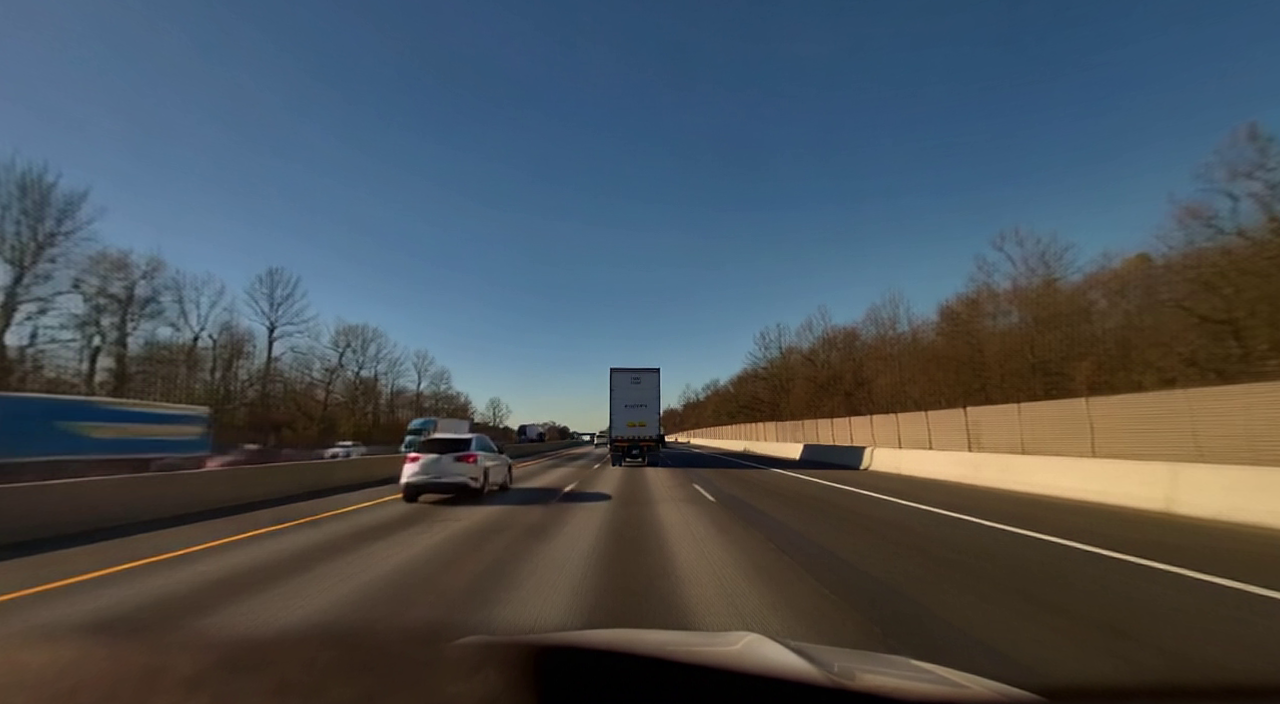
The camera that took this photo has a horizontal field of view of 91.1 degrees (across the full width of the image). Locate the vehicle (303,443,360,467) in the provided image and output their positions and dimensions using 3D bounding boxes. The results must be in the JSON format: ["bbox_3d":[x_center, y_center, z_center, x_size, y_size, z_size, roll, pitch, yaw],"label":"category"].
[{"bbox_3d":[-21.515,7.171,44.005,1.842,1.540,4.093,0,-8,1],"label":"vehicle"}]

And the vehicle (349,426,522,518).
[{"bbox_3d":[-3.857,2.316,12.816,2.005,1.521,4.454,0,-8,0],"label":"vehicle"}]

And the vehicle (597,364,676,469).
[{"bbox_3d":[-0.194,3.540,32.130,2.965,3.972,16.689,0,-8,0],"label":"vehicle"}]

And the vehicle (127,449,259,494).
[{"bbox_3d":[-17.827,4.763,25.432,1.937,1.517,4.626,0,-8,0],"label":"vehicle"}]
